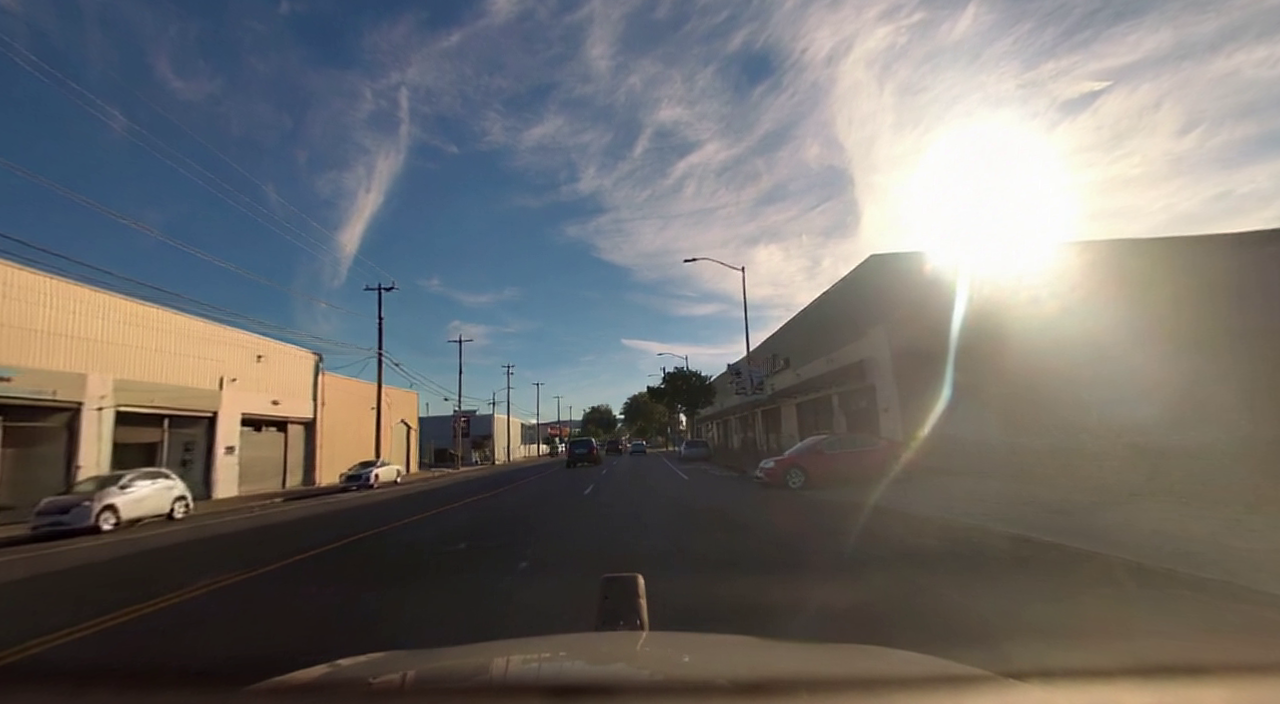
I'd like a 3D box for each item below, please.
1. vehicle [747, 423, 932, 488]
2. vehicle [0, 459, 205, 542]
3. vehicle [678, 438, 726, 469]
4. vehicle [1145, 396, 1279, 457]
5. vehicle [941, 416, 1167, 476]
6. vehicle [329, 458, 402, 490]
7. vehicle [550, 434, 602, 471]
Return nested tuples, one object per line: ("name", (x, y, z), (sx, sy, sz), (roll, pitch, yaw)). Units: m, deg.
("vehicle", (5.350, 2.852, 17.574), (4.474, 1.632, 2.234), (-1, -8, 6))
("vehicle", (-15.411, 4.084, 18.115), (1.966, 1.760, 5.423), (-1, -7, 1))
("vehicle", (3.255, 5.428, 34.068), (2.007, 1.558, 4.464), (0, -8, -2))
("vehicle", (19.546, 2.384, 20.094), (4.938, 1.812, 2.317), (0, -8, 0))
("vehicle", (11.784, 2.735, 18.452), (5.034, 1.590, 2.025), (-2, -8, 14))
("vehicle", (-15.705, 6.992, 36.433), (2.073, 1.492, 4.687), (-1, -7, 0))
("vehicle", (-3.432, 5.469, 34.731), (2.348, 1.831, 4.737), (0, -8, 0))
